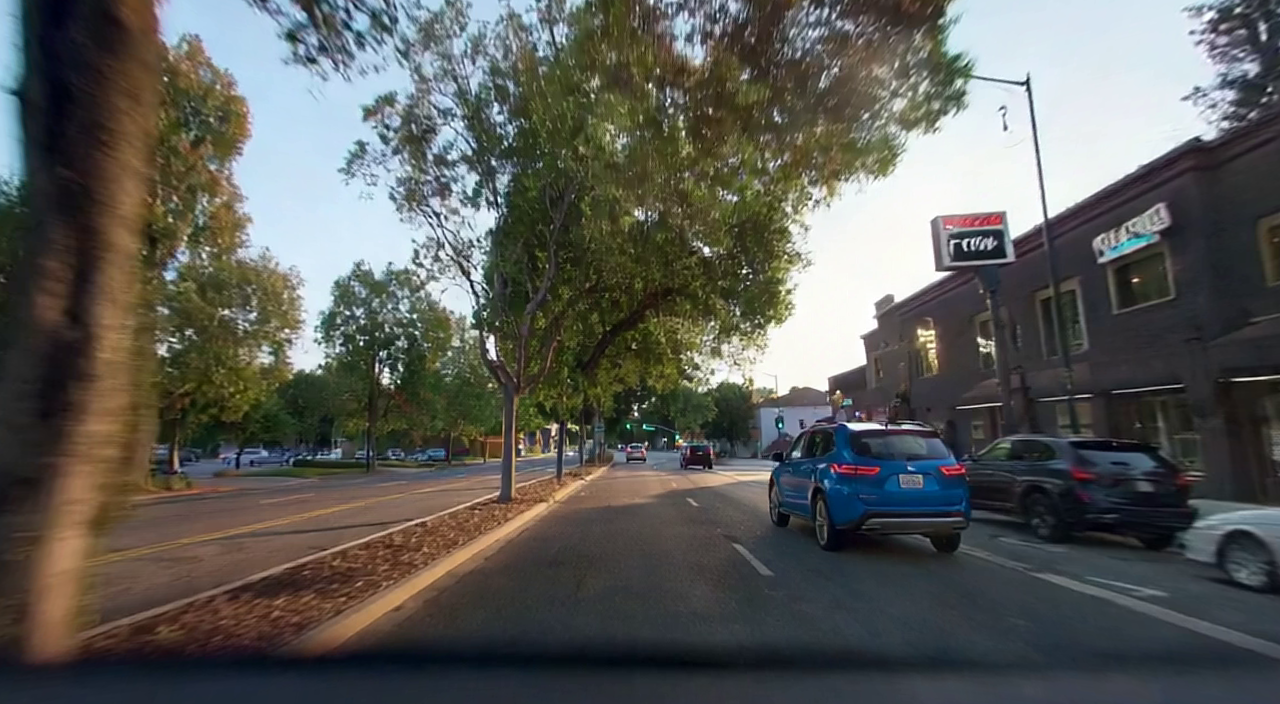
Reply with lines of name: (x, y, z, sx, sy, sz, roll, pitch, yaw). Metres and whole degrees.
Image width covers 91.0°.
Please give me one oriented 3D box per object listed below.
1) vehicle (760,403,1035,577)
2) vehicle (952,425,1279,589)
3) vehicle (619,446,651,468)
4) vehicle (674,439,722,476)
vehicle: (3.209, 1.817, 9.049, 2.033, 1.865, 4.360, 0, -8, -1)
vehicle: (7.143, 2.065, 9.460, 2.143, 1.756, 5.118, 1, -8, -2)
vehicle: (-0.328, 7.227, 43.534, 2.131, 1.474, 4.146, 0, -8, 0)
vehicle: (3.103, 5.780, 34.837, 2.085, 1.828, 5.383, 0, -8, 0)
